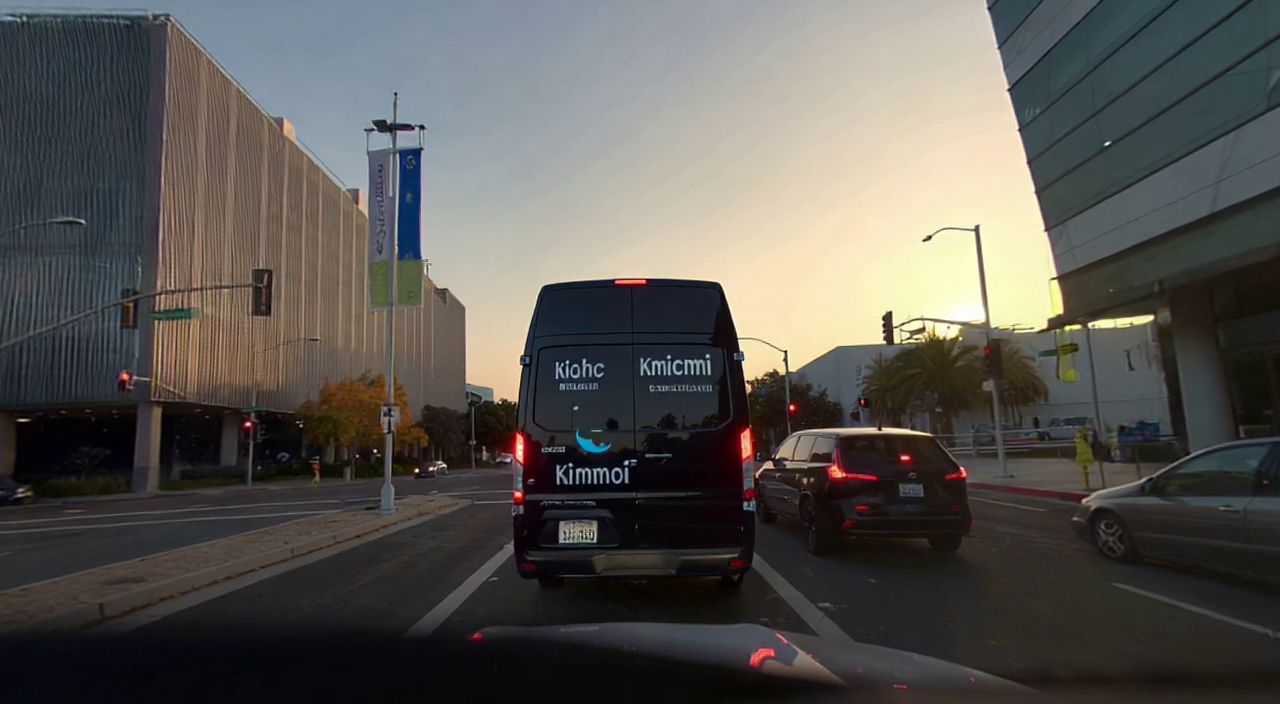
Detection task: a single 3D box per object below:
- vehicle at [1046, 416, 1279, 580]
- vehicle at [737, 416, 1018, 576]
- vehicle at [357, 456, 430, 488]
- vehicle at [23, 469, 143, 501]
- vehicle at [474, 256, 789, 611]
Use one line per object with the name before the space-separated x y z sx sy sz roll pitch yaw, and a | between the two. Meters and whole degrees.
vehicle | 7.510 1.577 7.021 1.963 1.669 4.678 3 -9 -20
vehicle | 2.879 1.865 9.043 2.183 1.676 4.506 0 -8 -1
vehicle | -15.701 7.626 40.474 1.997 1.806 4.630 -2 -9 14
vehicle | -31.103 7.434 35.398 4.806 1.652 1.869 0 -8 -2
vehicle | -0.023 1.182 9.085 2.613 3.035 7.342 0 -8 1
